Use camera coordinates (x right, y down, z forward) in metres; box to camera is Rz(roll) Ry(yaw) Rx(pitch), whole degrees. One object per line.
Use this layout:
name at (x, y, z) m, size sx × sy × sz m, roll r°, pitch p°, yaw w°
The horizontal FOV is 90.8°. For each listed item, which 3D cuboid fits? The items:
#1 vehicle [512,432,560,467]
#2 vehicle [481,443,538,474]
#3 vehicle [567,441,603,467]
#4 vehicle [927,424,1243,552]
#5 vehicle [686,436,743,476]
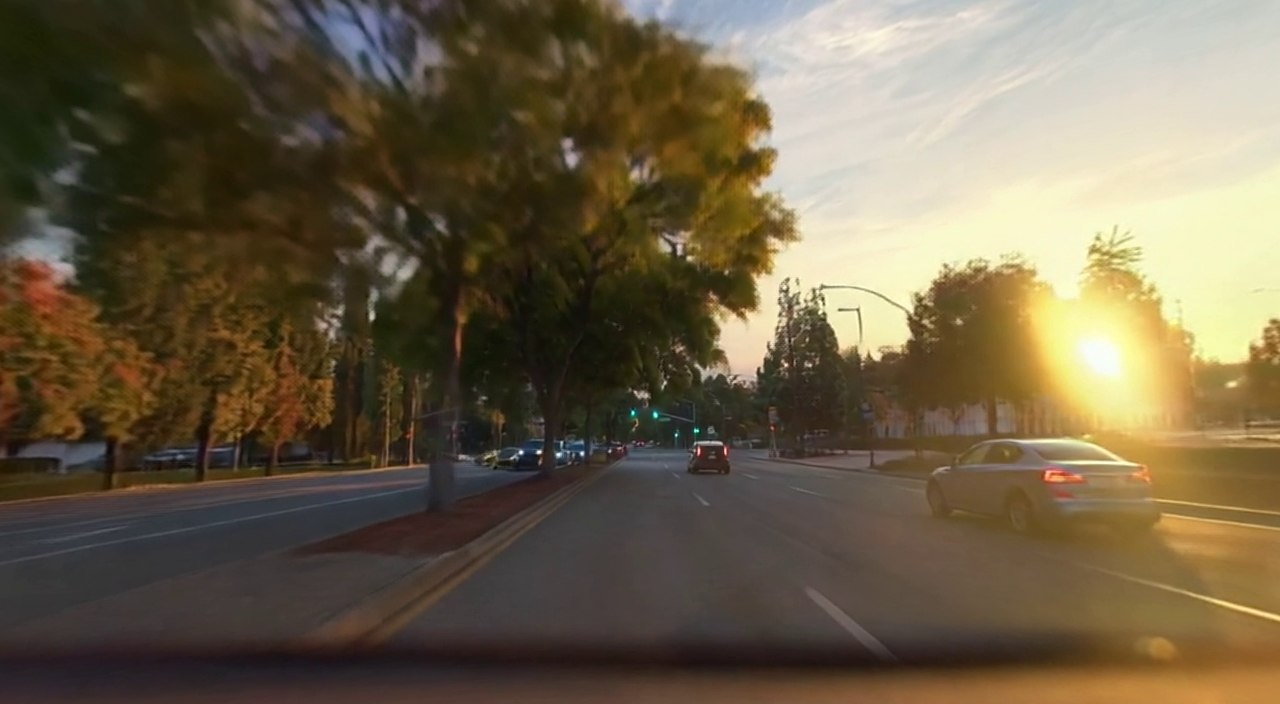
vehicle at (-6.678, 6.368, 41.279) m, size 2.141 × 2.111 × 5.940 m, roll -1°, pitch -9°, yaw 0°
vehicle at (-6.638, 5.451, 32.544) m, size 1.970 × 1.483 × 4.269 m, roll -1°, pitch -8°, yaw 0°
vehicle at (-3.559, 6.723, 41.664) m, size 1.948 × 1.595 × 4.256 m, roll -1°, pitch -8°, yaw 0°
vehicle at (6.725, 2.068, 10.324) m, size 2.000 × 1.618 × 4.238 m, roll 0°, pitch -9°, yaw -1°
vehicle at (3.495, 4.992, 30.593) m, size 2.095 × 1.759 × 4.862 m, roll 0°, pitch -9°, yaw -1°
